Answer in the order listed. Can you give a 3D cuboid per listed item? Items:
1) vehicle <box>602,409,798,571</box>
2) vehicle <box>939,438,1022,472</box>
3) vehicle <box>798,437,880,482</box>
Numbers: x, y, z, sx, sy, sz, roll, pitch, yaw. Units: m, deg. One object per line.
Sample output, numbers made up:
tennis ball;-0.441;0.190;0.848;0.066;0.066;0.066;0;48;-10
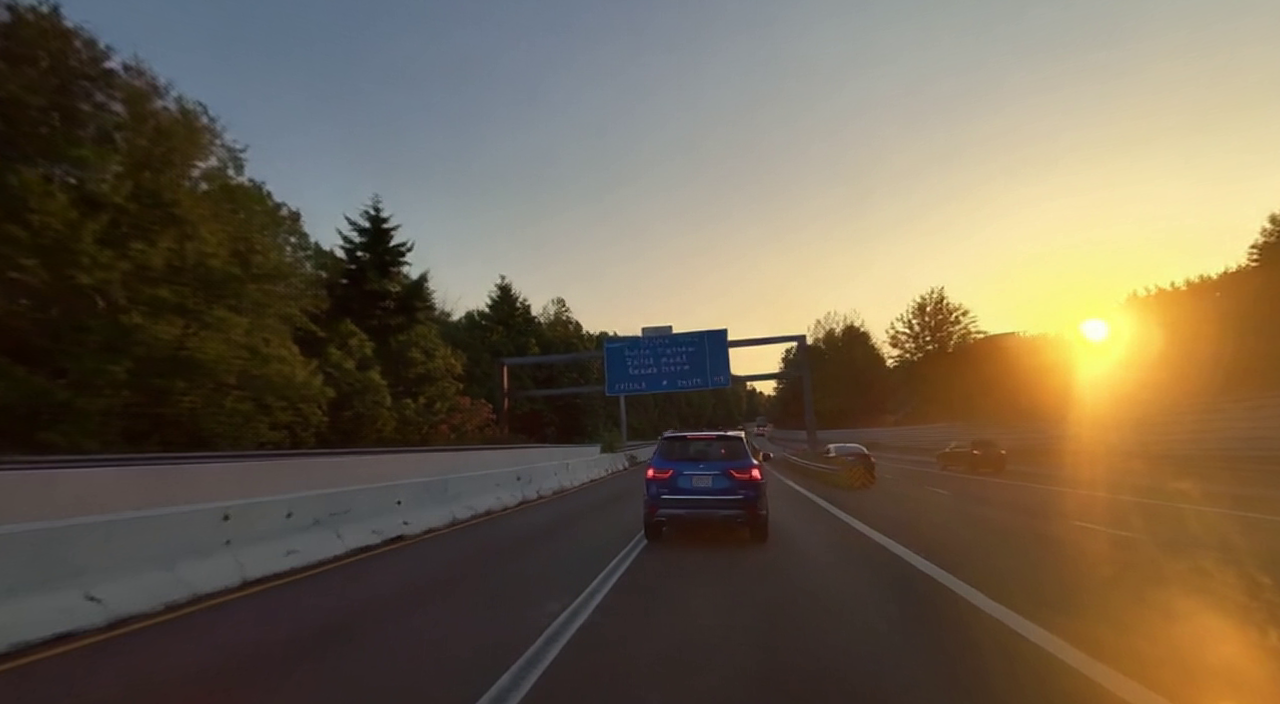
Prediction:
vehicle;0.921;1.713;8.626;2.021;1.635;4.085;-1;-8;9
vehicle;15.924;4.818;29.742;1.990;1.478;4.475;-1;-8;9
vehicle;7.078;3.860;22.918;1.962;1.442;4.536;-1;-8;6
